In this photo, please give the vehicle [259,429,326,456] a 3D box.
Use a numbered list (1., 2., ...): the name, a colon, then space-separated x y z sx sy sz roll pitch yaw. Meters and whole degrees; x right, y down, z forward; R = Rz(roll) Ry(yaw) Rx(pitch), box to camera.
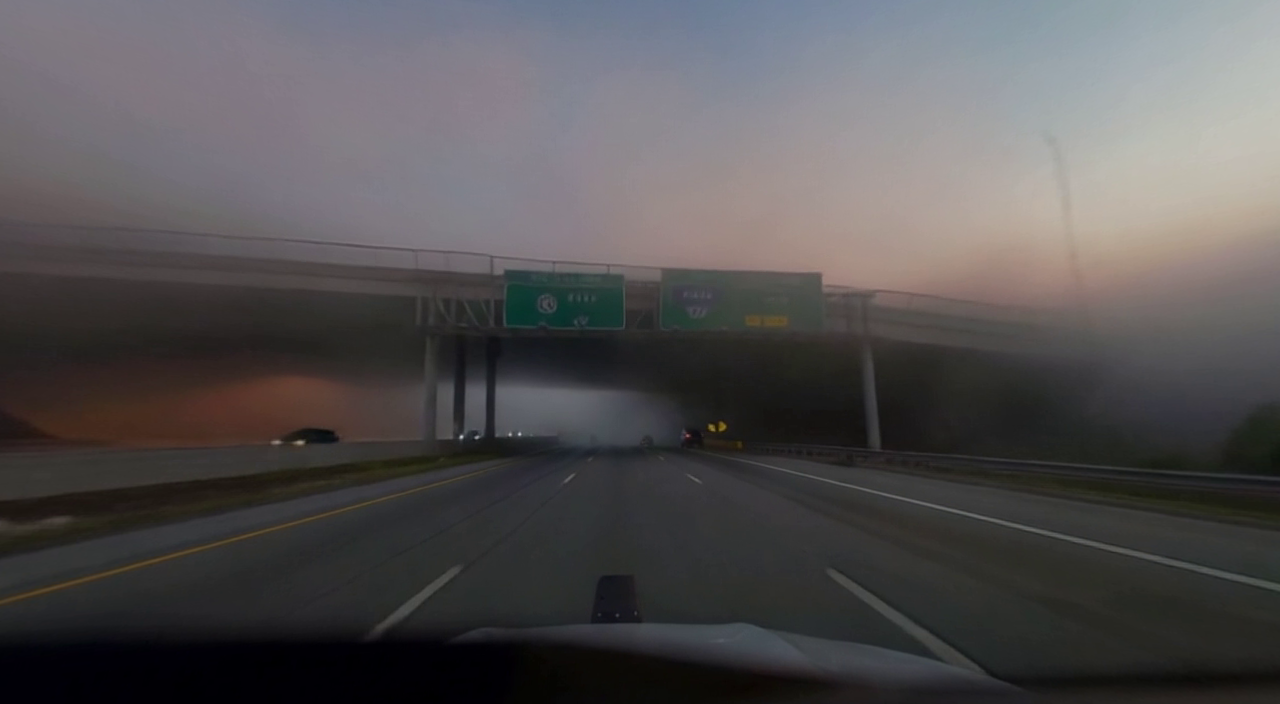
1. vehicle: -19.956 5.214 36.367 1.749 1.426 3.790 0 -8 -2
